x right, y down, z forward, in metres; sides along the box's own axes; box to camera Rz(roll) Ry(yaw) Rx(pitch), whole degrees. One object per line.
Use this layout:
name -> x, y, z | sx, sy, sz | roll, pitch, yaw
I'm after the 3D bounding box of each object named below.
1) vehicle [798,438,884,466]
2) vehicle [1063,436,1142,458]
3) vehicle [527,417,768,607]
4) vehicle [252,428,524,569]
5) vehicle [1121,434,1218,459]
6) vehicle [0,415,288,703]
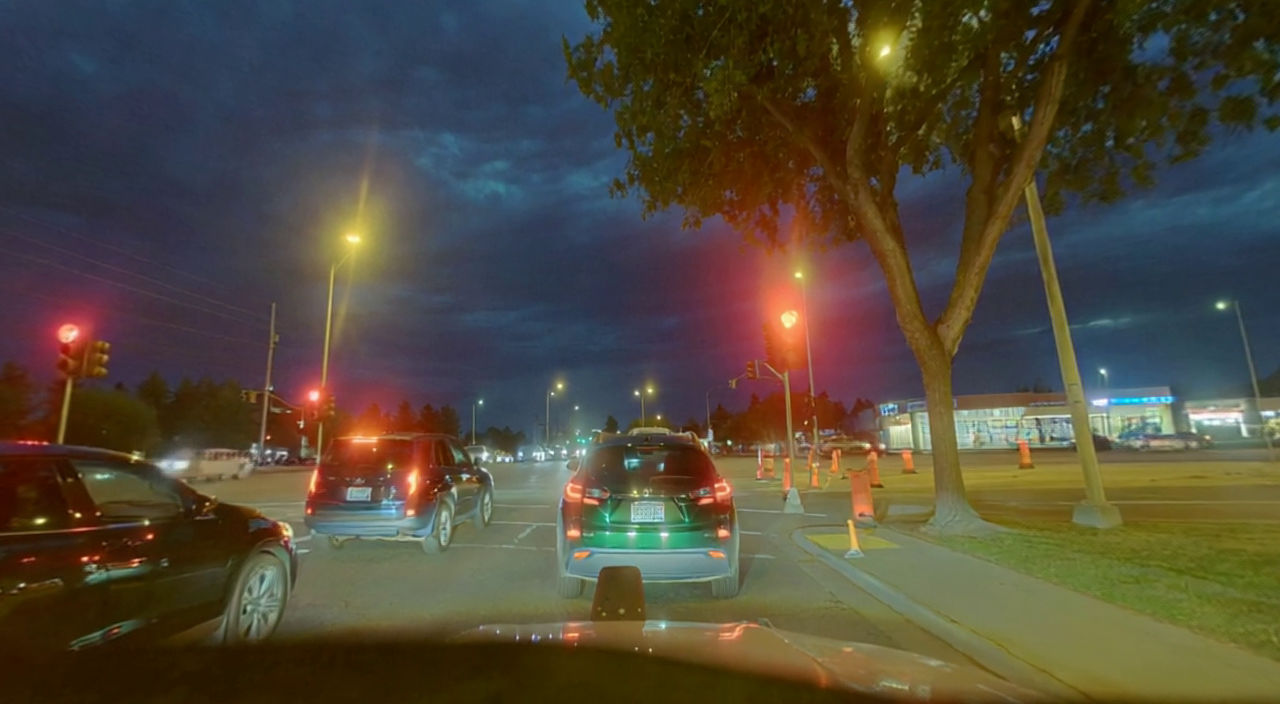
vehicle -> 13.198, 6.611, 41.643 | 5.043, 1.759, 2.085 | -1, -9, 8
vehicle -> 36.646, 7.568, 49.958 | 4.791, 1.635, 1.857 | 0, -9, 1
vehicle -> 0.109, 1.622, 7.204 | 2.021, 1.560, 3.676 | 0, -9, 1
vehicle -> -3.274, 1.996, 9.444 | 1.989, 1.541, 4.626 | 0, -9, 2
vehicle -> 34.158, 6.104, 40.680 | 4.579, 1.480, 1.819 | 0, -9, 1
vehicle -> -3.592, 0.941, 2.145 | 1.964, 1.497, 4.722 | 0, -9, 1
